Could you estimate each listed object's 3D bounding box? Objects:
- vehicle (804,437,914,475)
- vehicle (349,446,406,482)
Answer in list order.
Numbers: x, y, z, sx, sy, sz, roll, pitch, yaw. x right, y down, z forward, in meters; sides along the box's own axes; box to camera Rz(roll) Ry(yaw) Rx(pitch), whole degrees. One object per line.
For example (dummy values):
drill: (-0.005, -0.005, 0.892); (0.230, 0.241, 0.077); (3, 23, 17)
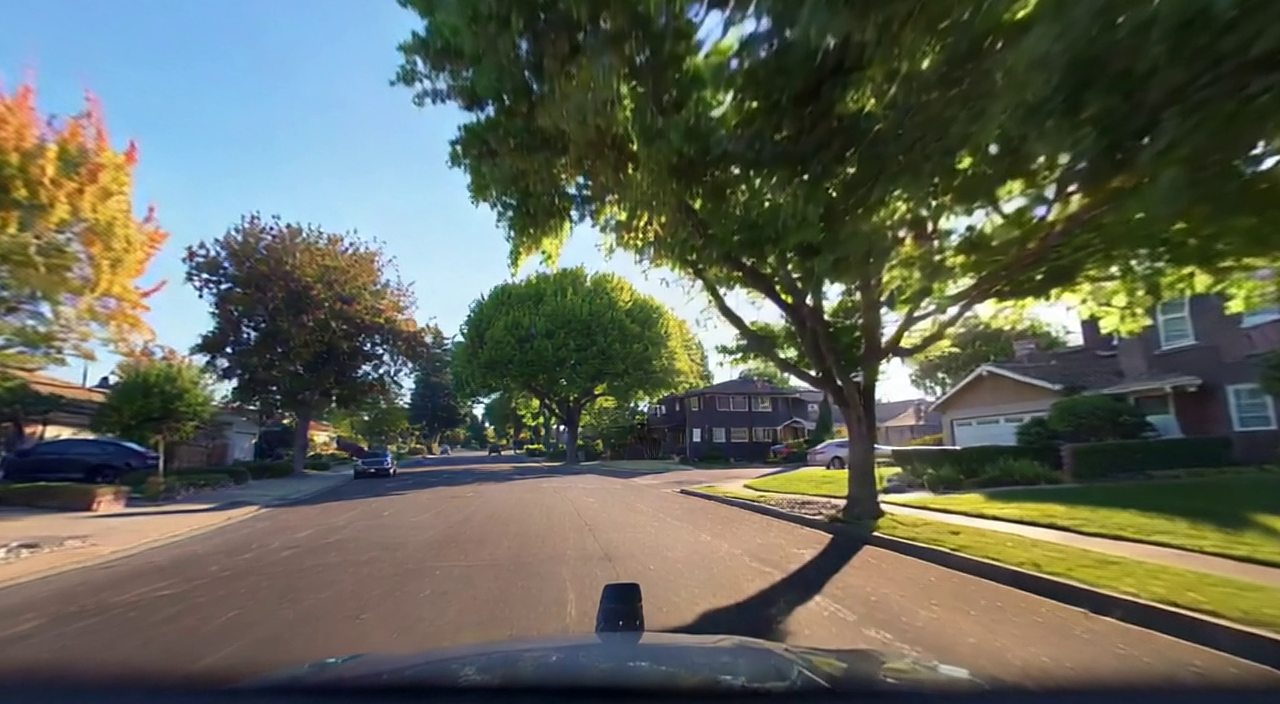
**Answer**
vehicle: (11.120, 5.236, 32.044); (4.933, 1.817, 2.014); (2, -8, -17)
vehicle: (-12.783, 5.454, 30.864); (1.938, 1.499, 4.290); (-1, -9, -14)
